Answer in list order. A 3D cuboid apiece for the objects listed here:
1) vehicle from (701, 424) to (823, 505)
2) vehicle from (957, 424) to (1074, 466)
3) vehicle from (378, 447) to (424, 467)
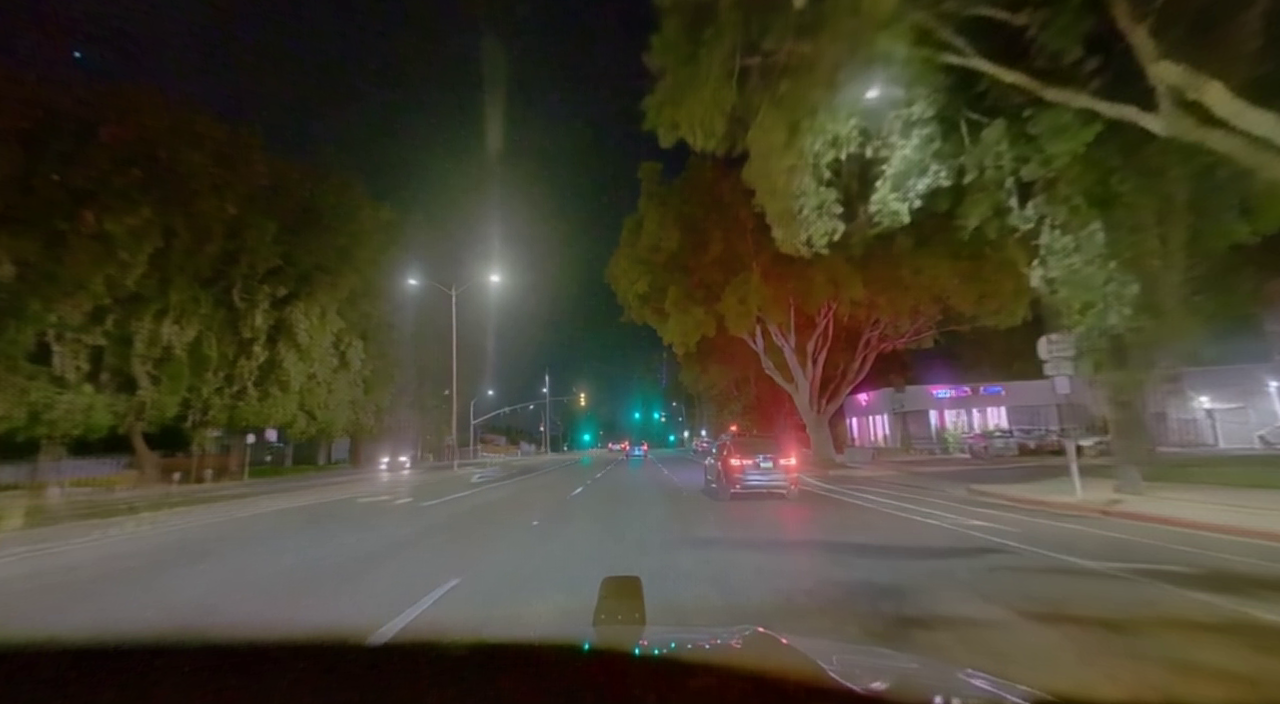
[{"bbox_3d":[2.743,2.636,15.164,2.022,1.656,4.025,0,-8,-1],"label":"vehicle"},{"bbox_3d":[17.386,4.347,29.508,2.131,1.782,5.183,0,-8,-2],"label":"vehicle"},{"bbox_3d":[-18.172,7.991,48.049,1.865,1.452,4.504,0,-8,-1],"label":"vehicle"}]
